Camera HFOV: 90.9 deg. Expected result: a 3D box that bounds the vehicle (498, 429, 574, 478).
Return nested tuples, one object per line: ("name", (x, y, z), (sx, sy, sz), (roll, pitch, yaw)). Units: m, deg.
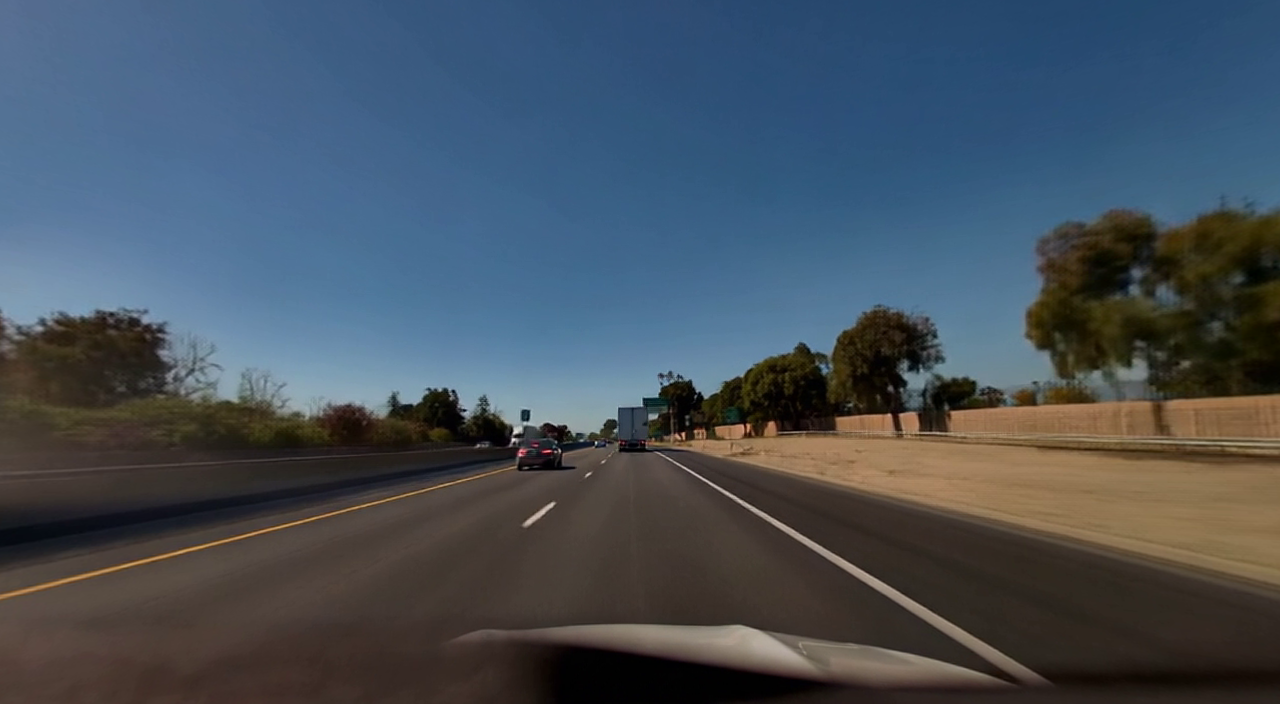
("vehicle", (-3.802, 3.763, 23.847), (2.123, 1.655, 4.688), (0, -8, -1))
